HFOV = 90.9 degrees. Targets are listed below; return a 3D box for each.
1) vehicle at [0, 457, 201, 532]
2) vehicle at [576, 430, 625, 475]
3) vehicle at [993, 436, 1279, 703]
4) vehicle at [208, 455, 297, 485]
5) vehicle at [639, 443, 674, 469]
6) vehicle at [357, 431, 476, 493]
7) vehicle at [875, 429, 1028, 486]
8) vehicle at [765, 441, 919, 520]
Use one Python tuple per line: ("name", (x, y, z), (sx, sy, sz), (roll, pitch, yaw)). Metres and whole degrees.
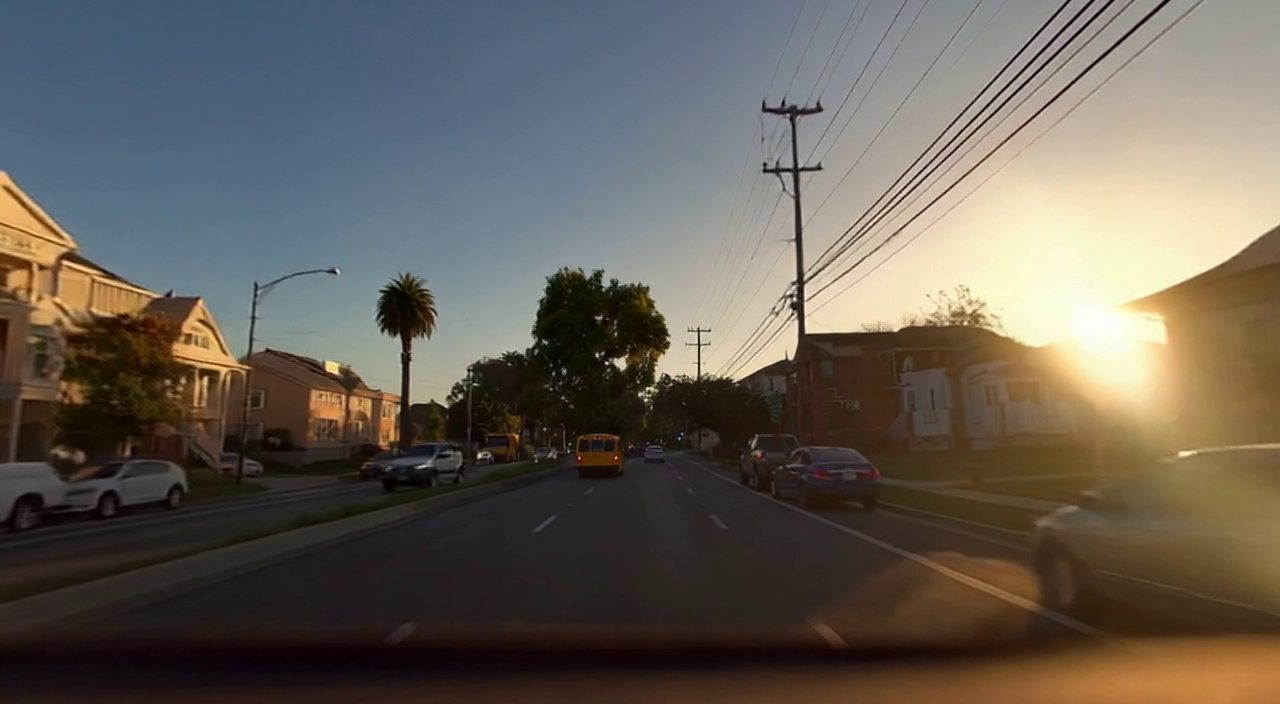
("vehicle", (-14.453, 3.750, 17.148), (2.045, 1.513, 4.464), (-5, -8, -3))
("vehicle", (-1.848, 4.933, 31.070), (2.168, 2.040, 4.527), (0, -9, -1))
("vehicle", (4.085, 1.172, 3.406), (1.782, 1.410, 4.388), (0, -9, 0))
("vehicle", (-20.516, 6.261, 33.455), (3.558, 1.480, 1.670), (0, -9, 1))
("vehicle", (1.065, 6.445, 39.279), (2.063, 1.495, 3.849), (0, -9, 2))
("vehicle", (-8.554, 4.268, 24.848), (2.653, 1.964, 5.699), (-3, -9, 0))
("vehicle", (9.663, 3.299, 20.074), (1.872, 1.518, 4.591), (-1, -8, -10))
("vehicle", (4.271, 2.779, 14.264), (1.838, 1.458, 4.750), (0, -9, -1))
